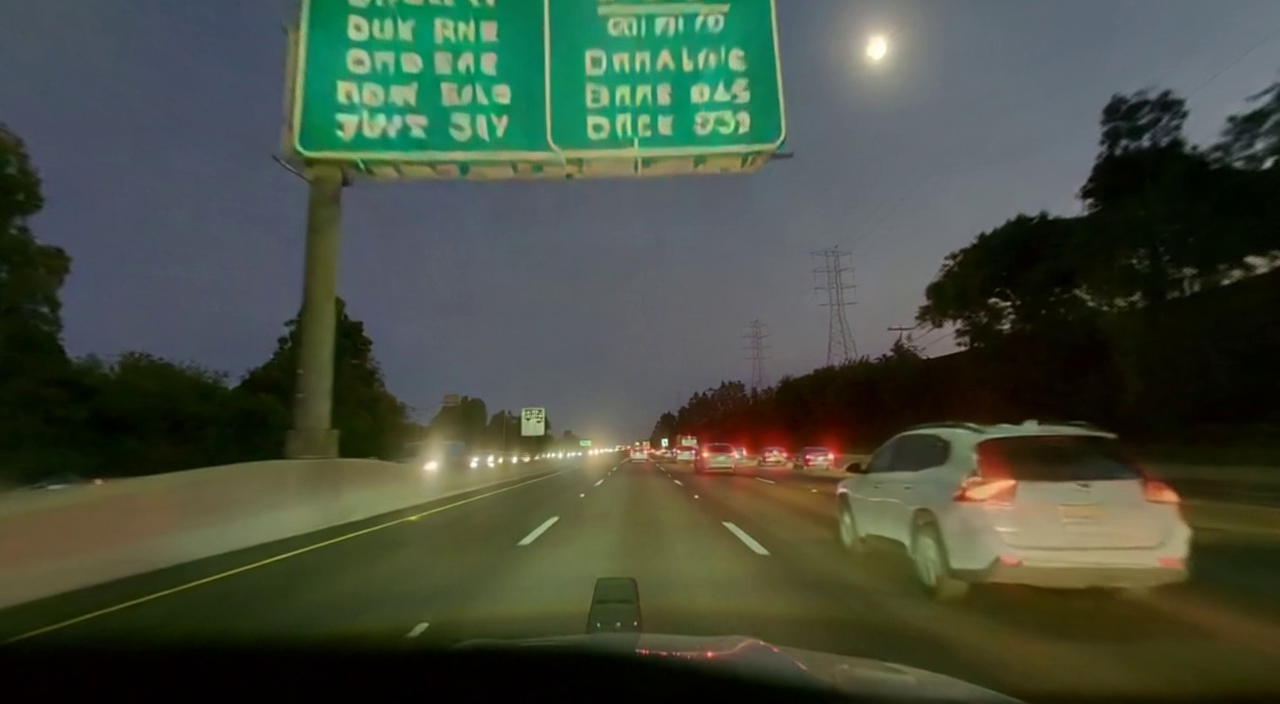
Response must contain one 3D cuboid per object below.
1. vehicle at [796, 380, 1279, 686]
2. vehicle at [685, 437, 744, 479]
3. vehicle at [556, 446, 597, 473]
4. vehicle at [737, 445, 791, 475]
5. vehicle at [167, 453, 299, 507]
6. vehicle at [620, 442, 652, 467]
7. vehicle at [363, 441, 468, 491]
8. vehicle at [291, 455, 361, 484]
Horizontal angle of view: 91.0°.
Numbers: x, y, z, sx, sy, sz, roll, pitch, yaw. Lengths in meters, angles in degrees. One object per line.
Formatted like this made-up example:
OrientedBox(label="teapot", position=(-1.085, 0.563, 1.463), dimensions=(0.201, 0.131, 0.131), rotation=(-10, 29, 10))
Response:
OrientedBox(label="vehicle", position=(3.163, 1.372, 5.992), dimensions=(2.092, 1.723, 4.670), rotation=(0, -9, -1))
OrientedBox(label="vehicle", position=(3.494, 5.068, 30.360), dimensions=(2.138, 1.826, 4.783), rotation=(0, -9, -1))
OrientedBox(label="vehicle", position=(-3.760, 6.437, 37.958), dimensions=(2.051, 1.510, 4.373), rotation=(0, -9, 0))
OrientedBox(label="vehicle", position=(6.744, 5.876, 34.616), dimensions=(1.909, 1.507, 4.471), rotation=(0, -9, -2))
OrientedBox(label="vehicle", position=(-12.408, 3.878, 19.494), dimensions=(1.583, 1.428, 3.716), rotation=(0, -9, 0))
OrientedBox(label="vehicle", position=(-0.333, 7.868, 48.411), dimensions=(2.314, 1.796, 4.254), rotation=(0, -9, -1))
OrientedBox(label="vehicle", position=(-8.791, 4.489, 25.249), dimensions=(2.214, 1.737, 5.234), rotation=(0, -9, 1))
OrientedBox(label="vehicle", position=(-22.939, 8.602, 46.299), dimensions=(2.159, 1.884, 5.705), rotation=(0, -9, 0))
